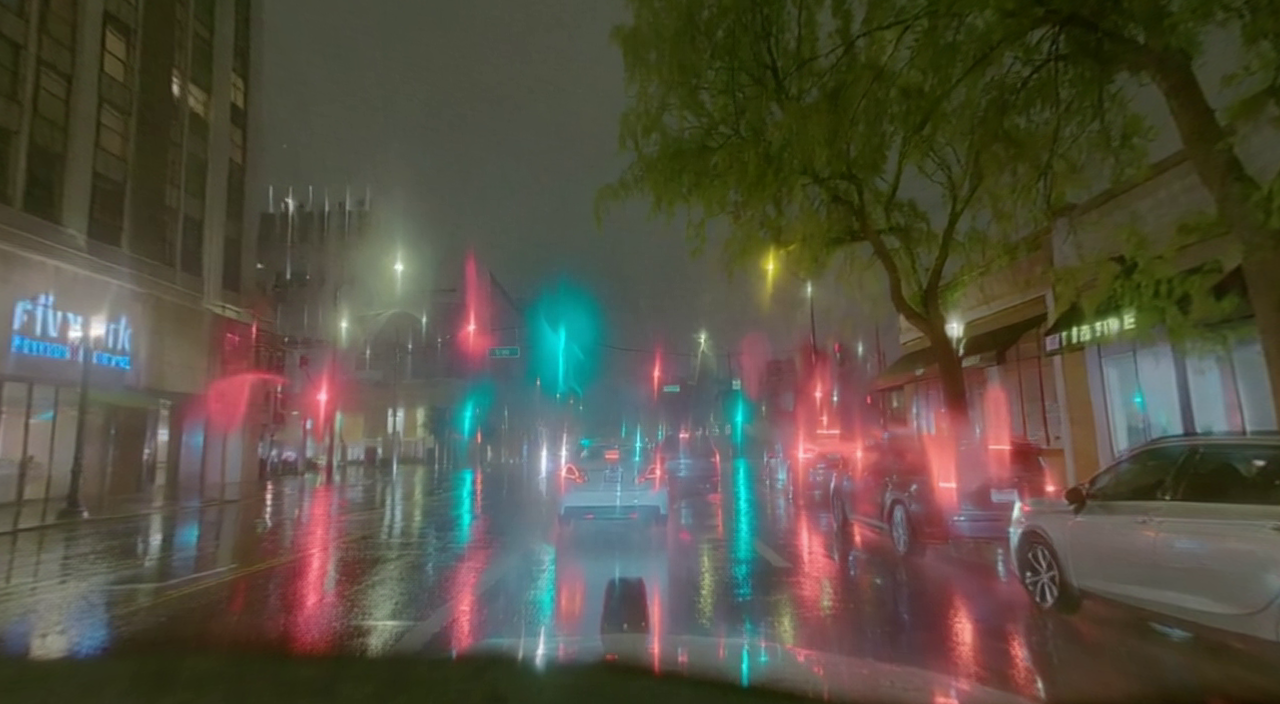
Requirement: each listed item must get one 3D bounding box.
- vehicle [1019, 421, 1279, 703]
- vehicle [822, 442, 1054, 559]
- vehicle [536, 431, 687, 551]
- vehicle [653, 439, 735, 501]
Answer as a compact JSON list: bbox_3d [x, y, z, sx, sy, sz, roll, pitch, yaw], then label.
[{"bbox_3d":[3.179,0.826,1.109,2.006,1.496,4.767,0,-9,-1],"label":"vehicle"},{"bbox_3d":[4.596,2.302,10.671,1.912,1.505,4.618,-1,-8,4],"label":"vehicle"},{"bbox_3d":[-0.469,2.025,9.869,1.888,1.489,3.703,0,-8,-4],"label":"vehicle"},{"bbox_3d":[1.516,3.207,17.554,2.006,1.495,3.952,-1,-8,6],"label":"vehicle"}]
